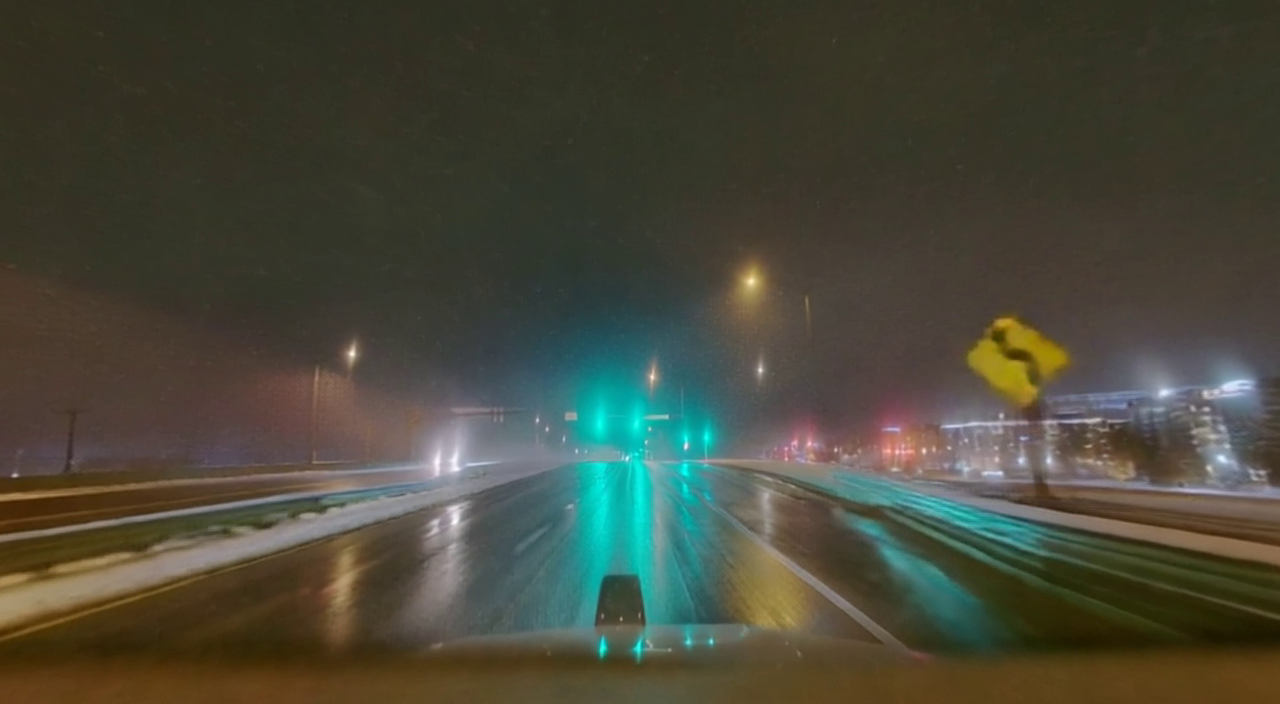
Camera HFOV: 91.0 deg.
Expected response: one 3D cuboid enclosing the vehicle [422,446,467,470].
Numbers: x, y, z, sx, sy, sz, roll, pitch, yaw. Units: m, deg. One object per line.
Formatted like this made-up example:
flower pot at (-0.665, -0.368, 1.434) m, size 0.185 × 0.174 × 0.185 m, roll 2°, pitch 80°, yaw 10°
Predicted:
vehicle at (-14.631, 7.927, 47.332) m, size 2.020 × 1.719 × 4.366 m, roll 0°, pitch -8°, yaw -1°
